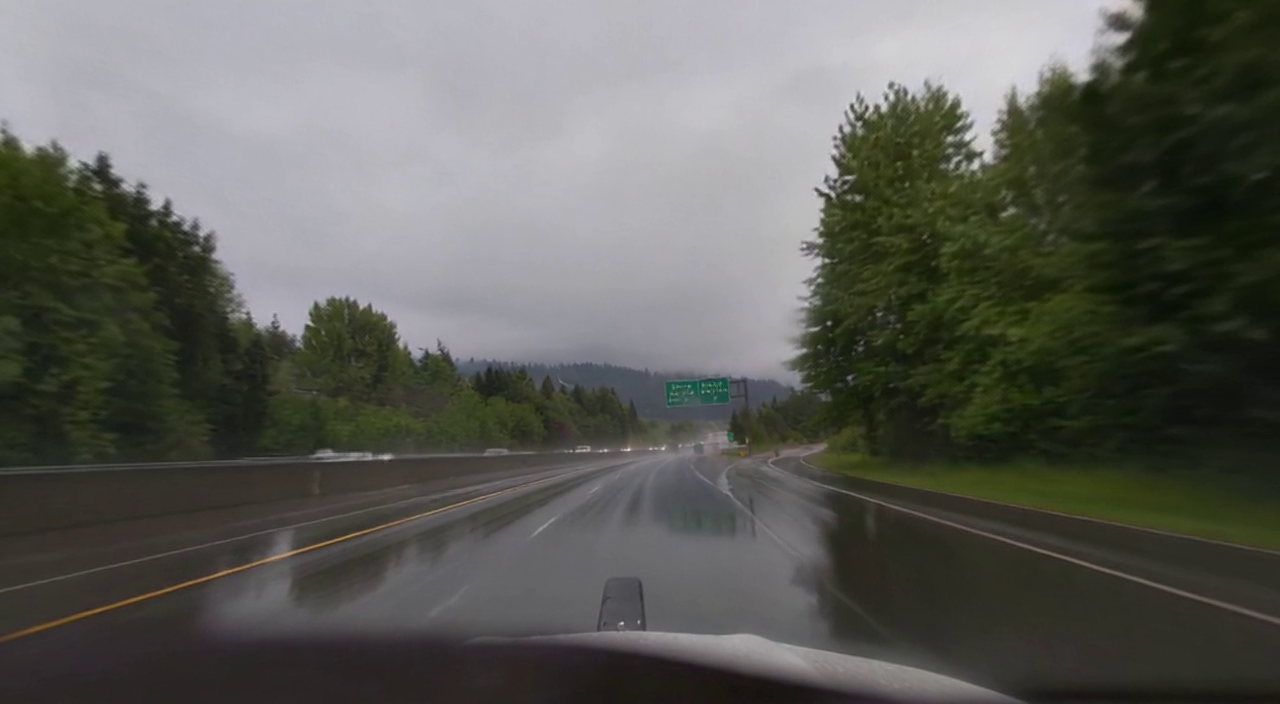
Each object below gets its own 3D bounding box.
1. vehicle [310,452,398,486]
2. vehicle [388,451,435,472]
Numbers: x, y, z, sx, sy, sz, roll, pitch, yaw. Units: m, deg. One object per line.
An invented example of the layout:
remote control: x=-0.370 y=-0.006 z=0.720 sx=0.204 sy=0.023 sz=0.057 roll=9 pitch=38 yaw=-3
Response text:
vehicle: x=-13.687 y=5.579 z=30.476 sx=1.875 sy=1.487 sz=4.806 roll=0 pitch=-9 yaw=2
vehicle: x=-17.230 y=8.247 z=47.683 sx=1.993 sy=1.503 sz=3.964 roll=0 pitch=-9 yaw=2
